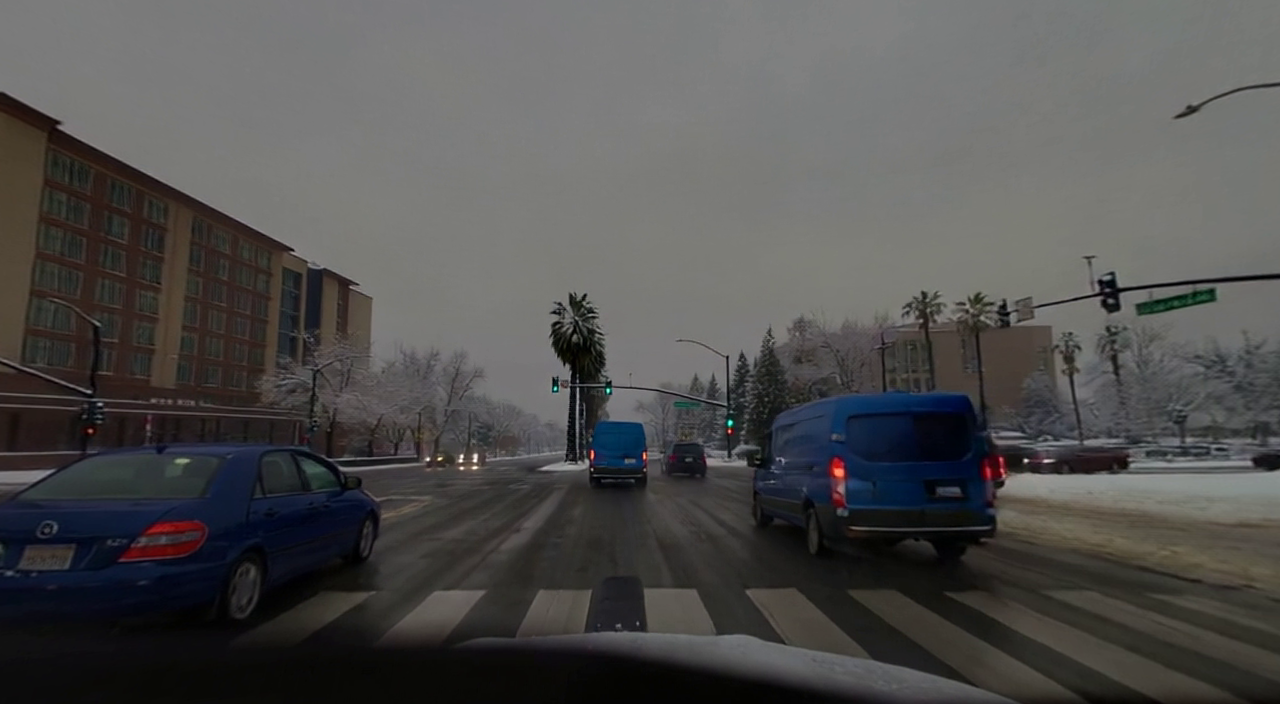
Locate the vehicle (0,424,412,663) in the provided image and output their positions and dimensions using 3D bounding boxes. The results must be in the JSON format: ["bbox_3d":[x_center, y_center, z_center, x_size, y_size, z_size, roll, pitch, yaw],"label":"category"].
[{"bbox_3d":[-3.946,1.508,6.199,1.997,1.430,4.655,0,-9,-4],"label":"vehicle"}]

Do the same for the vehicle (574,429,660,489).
[{"bbox_3d":[-0.876,3.999,23.978,2.848,1.991,5.706,0,-9,-2],"label":"vehicle"}]

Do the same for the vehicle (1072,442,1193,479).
[{"bbox_3d":[21.658,4.746,27.846,3.798,1.550,2.006,1,-9,-9],"label":"vehicle"}]

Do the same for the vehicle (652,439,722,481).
[{"bbox_3d":[2.010,4.855,28.687,2.462,1.736,4.899,0,-9,-4],"label":"vehicle"}]

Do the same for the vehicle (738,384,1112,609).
[{"bbox_3d":[2.733,1.537,7.616,2.200,1.847,4.618,0,-9,-2],"label":"vehicle"}]
